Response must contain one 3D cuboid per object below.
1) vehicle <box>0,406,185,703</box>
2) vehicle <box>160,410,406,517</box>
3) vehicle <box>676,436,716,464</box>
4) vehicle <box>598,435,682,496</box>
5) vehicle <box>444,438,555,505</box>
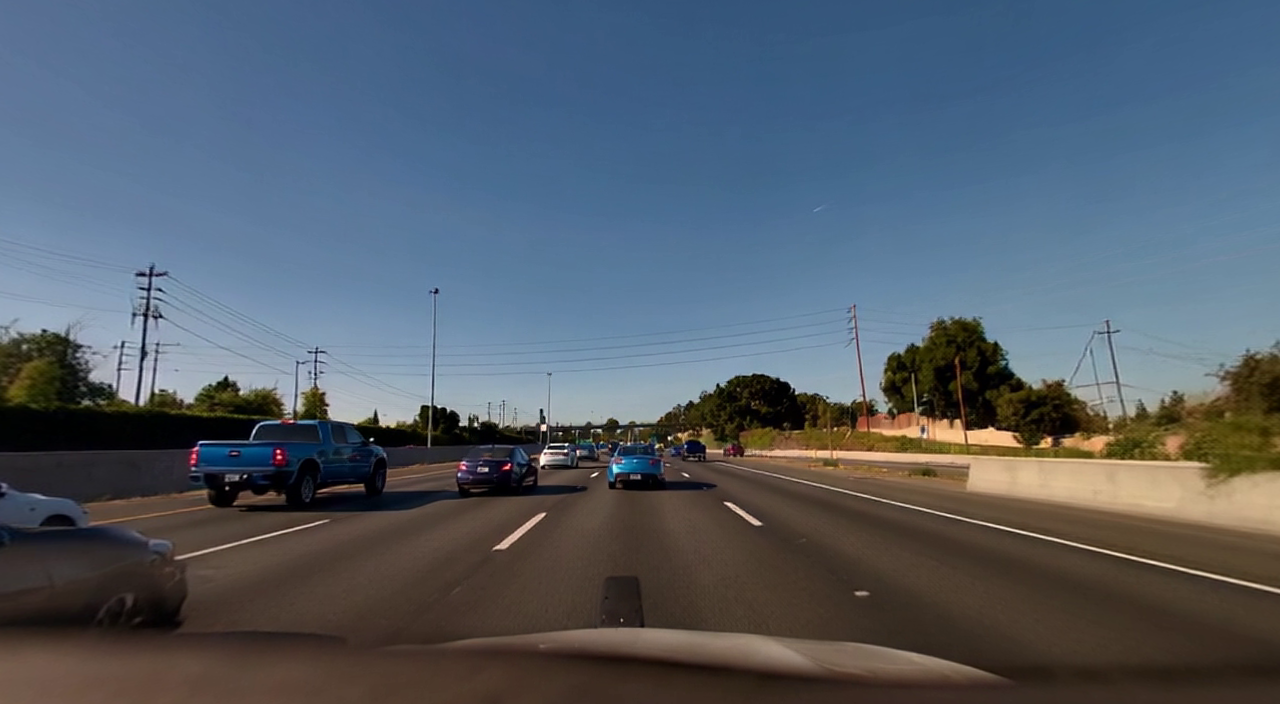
[{"bbox_3d":[-3.611,0.775,1.214,1.955,1.481,4.604,-1,-8,1],"label":"vehicle"},{"bbox_3d":[-7.530,2.435,14.325,2.194,1.922,5.637,0,-8,1],"label":"vehicle"},{"bbox_3d":[3.775,6.703,43.273,2.113,1.800,5.376,0,-8,-1],"label":"vehicle"},{"bbox_3d":[-0.019,3.178,18.105,2.102,1.499,4.439,0,-8,-1],"label":"vehicle"},{"bbox_3d":[-3.386,2.944,16.051,1.899,1.437,4.131,0,-8,0],"label":"vehicle"}]
